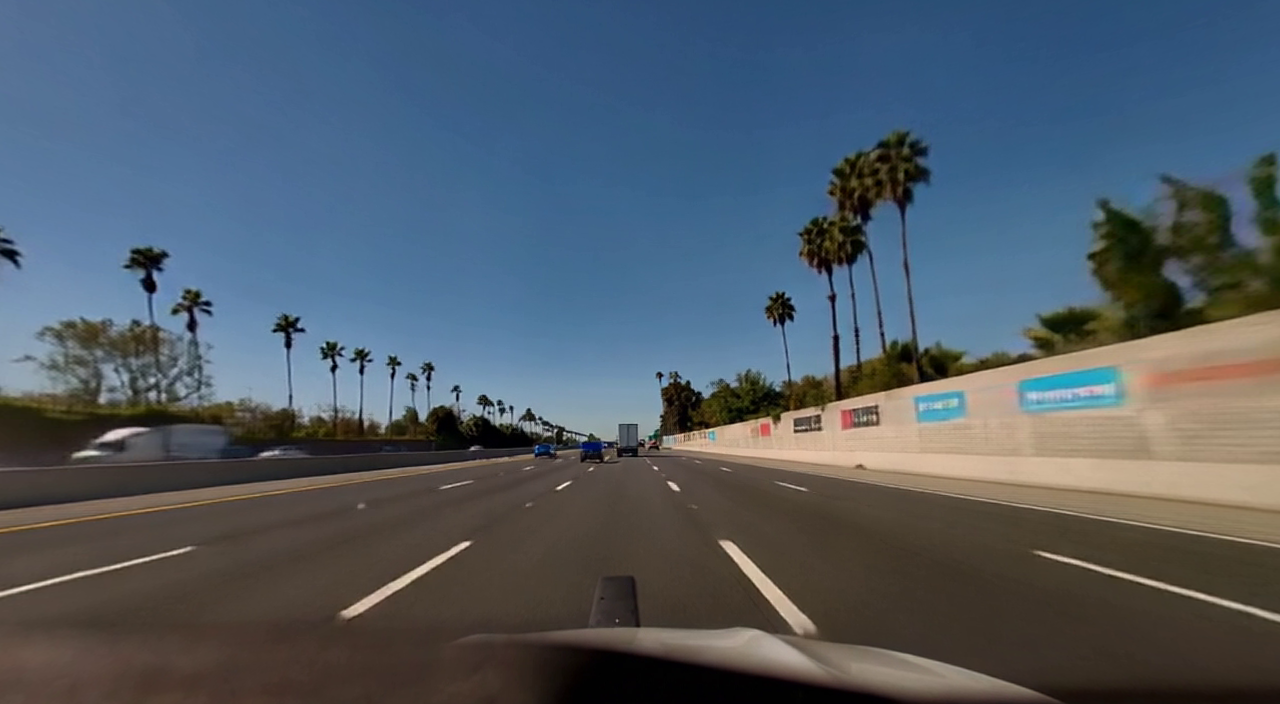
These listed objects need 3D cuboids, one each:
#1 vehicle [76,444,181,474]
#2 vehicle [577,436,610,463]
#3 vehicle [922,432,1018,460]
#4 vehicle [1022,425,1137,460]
[{"bbox_3d":[-29.615,6.213,36.845,2.045,1.597,4.864,0,-9,0],"label":"vehicle"},{"bbox_3d":[-3.598,7.690,49.899,2.390,2.007,4.901,0,-9,-1],"label":"vehicle"},{"bbox_3d":[22.720,6.489,43.646,5.372,1.852,2.284,0,-8,-1],"label":"vehicle"},{"bbox_3d":[23.586,4.873,34.032,4.675,1.823,2.059,0,-8,-2],"label":"vehicle"}]
